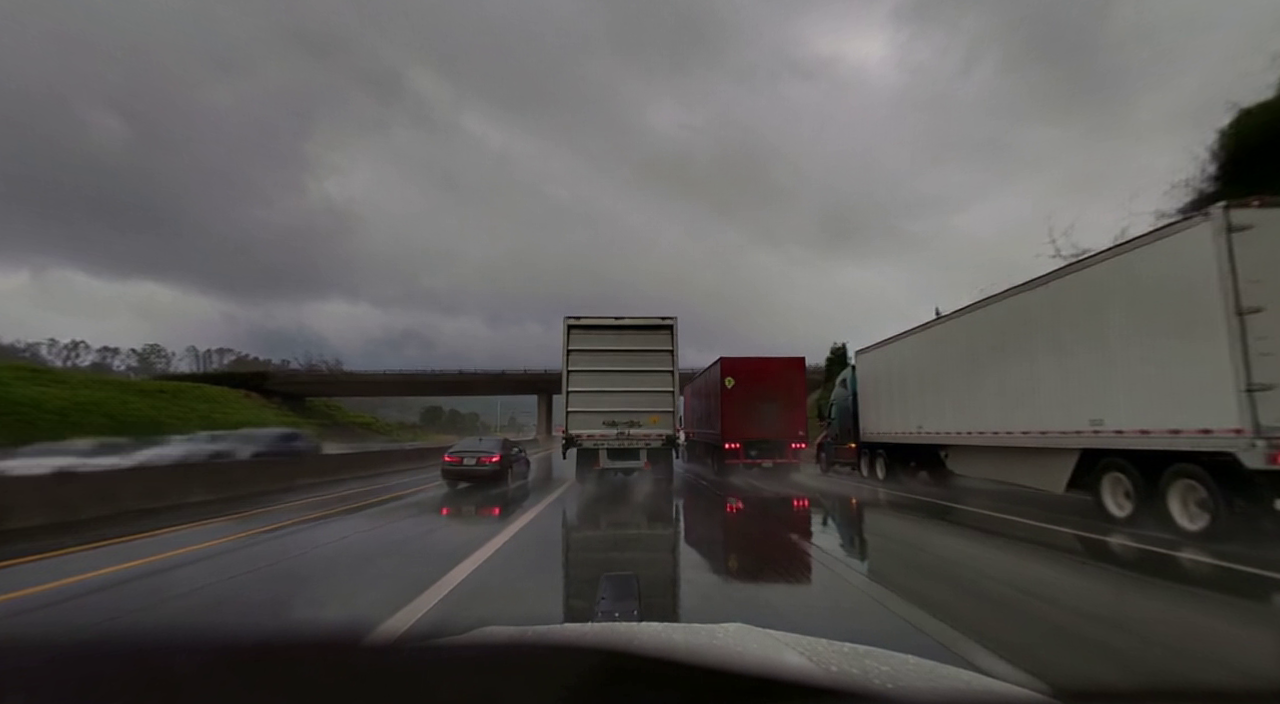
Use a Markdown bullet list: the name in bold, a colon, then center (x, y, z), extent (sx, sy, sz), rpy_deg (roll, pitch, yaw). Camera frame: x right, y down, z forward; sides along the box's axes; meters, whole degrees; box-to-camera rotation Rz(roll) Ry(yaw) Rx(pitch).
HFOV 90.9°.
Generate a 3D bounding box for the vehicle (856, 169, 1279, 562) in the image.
- **vehicle**: center (8.165, 0.928, 12.420), extent (3.000, 4.114, 13.063), rpy_deg (0, -8, -1)

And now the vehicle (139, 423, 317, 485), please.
- **vehicle**: center (-11.683, 2.922, 18.385), extent (2.065, 1.564, 4.640), rpy_deg (0, -8, 0)

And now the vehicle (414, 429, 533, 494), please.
- **vehicle**: center (-4.116, 2.751, 16.259), extent (2.049, 1.483, 3.786), rpy_deg (0, -8, 0)

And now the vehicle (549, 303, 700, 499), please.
- **vehicle**: center (-0.510, 1.700, 18.439), extent (3.090, 4.065, 10.702), rpy_deg (0, -8, -2)

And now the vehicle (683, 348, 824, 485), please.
- **vehicle**: center (3.614, 2.585, 23.700), extent (2.817, 3.886, 11.491), rpy_deg (0, -8, -2)
